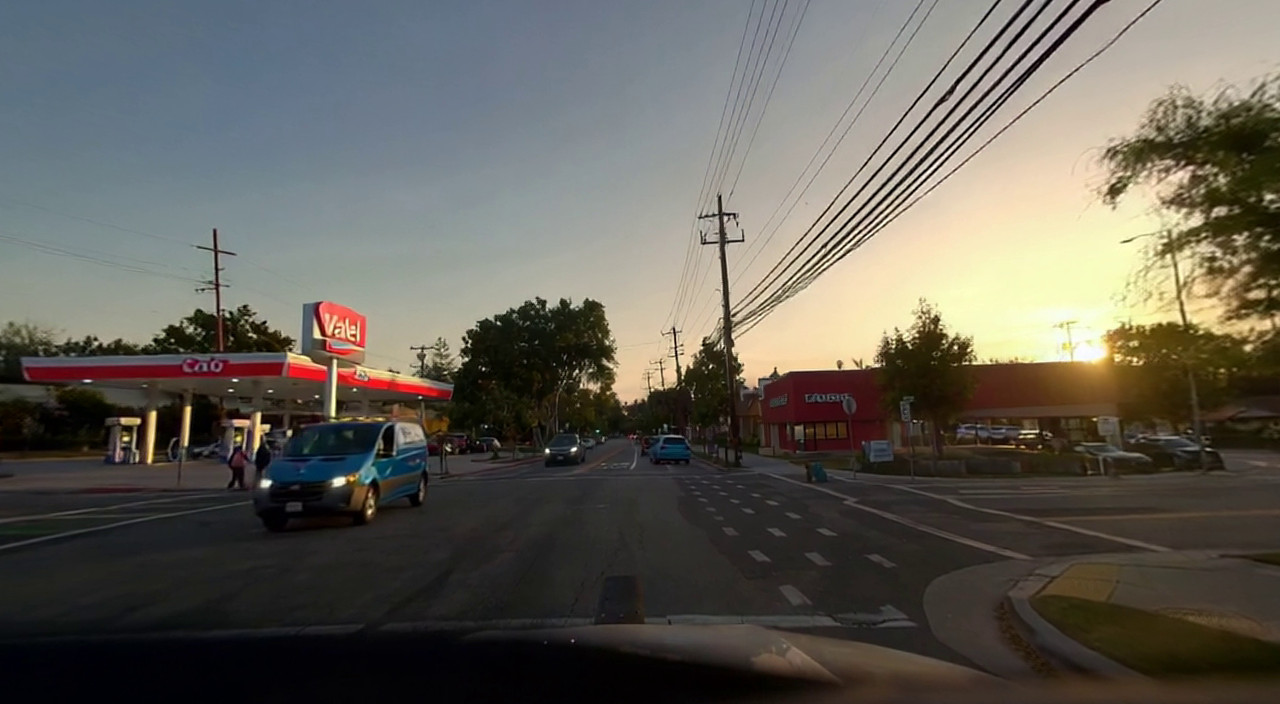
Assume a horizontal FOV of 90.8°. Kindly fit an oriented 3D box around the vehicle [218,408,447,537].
[{"bbox_3d":[-5.387,2.178,12.049,2.222,1.931,4.882,1,-9,-5],"label":"vehicle"}]

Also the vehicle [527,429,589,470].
[{"bbox_3d":[-3.942,4.835,31.324,2.274,1.844,4.843,0,-9,1],"label":"vehicle"}]

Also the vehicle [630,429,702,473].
[{"bbox_3d":[0.989,4.160,26.683,2.000,1.663,4.271,2,-9,-13],"label":"vehicle"}]

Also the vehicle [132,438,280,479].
[{"bbox_3d":[-17.094,4.167,24.928,5.116,1.487,1.928,-3,-9,17],"label":"vehicle"}]
